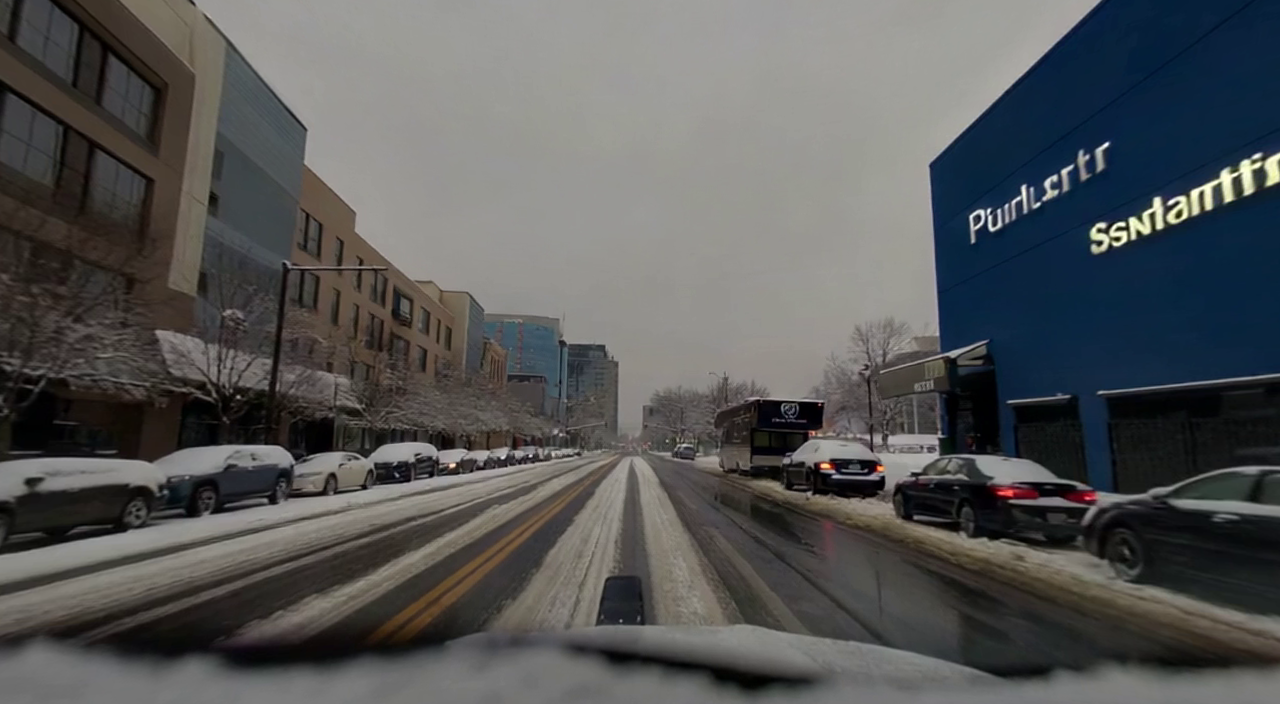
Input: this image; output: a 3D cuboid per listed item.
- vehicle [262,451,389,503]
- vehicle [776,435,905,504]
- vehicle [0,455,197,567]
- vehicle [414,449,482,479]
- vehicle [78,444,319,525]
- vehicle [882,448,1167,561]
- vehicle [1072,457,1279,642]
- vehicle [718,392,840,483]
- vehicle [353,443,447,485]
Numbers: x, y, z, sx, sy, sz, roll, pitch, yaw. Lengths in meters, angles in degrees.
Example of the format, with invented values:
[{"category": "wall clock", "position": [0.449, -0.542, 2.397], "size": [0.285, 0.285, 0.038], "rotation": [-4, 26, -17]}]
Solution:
[{"category": "vehicle", "position": [-10.043, 3.986, 20.624], "size": [1.802, 1.439, 4.546], "rotation": [0, -8, 0]}, {"category": "vehicle", "position": [5.890, 3.513, 19.438], "size": [2.154, 1.804, 5.341], "rotation": [0, -9, 0]}, {"category": "vehicle", "position": [-9.768, 2.449, 10.273], "size": [1.842, 1.474, 4.722], "rotation": [0, -8, -2]}, {"category": "vehicle", "position": [-10.102, 5.929, 33.746], "size": [2.078, 1.427, 4.900], "rotation": [0, -8, 0]}, {"category": "vehicle", "position": [-10.010, 2.998, 15.013], "size": [2.230, 1.577, 4.871], "rotation": [0, -8, -1]}, {"category": "vehicle", "position": [6.108, 2.422, 10.894], "size": [1.939, 1.491, 4.521], "rotation": [0, -9, -2]}, {"category": "vehicle", "position": [6.184, 1.611, 5.054], "size": [2.001, 1.431, 4.757], "rotation": [0, -9, -1]}, {"category": "vehicle", "position": [5.958, 4.020, 29.274], "size": [3.102, 3.473, 9.734], "rotation": [0, -8, -2]}, {"category": "vehicle", "position": [-10.094, 4.738, 27.040], "size": [2.276, 1.597, 4.421], "rotation": [0, -8, 0]}]
